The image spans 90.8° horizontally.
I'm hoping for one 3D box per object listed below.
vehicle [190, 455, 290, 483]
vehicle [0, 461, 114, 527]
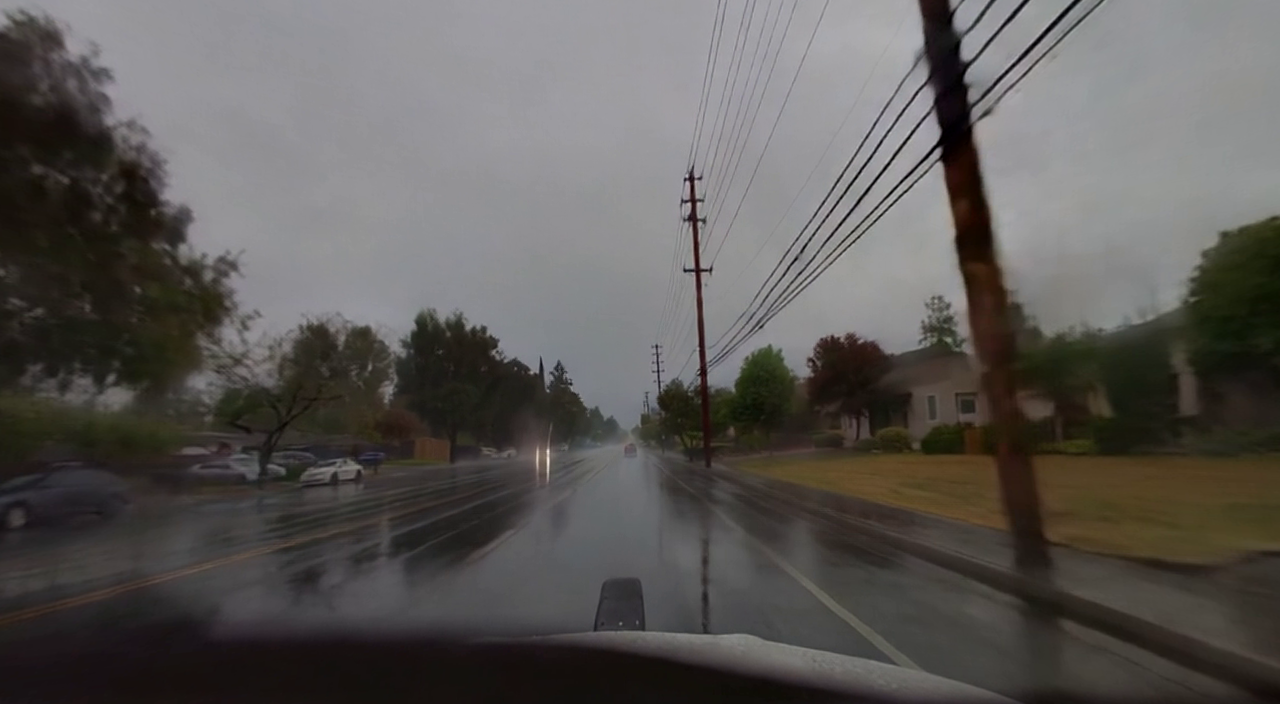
[{"bbox_3d":[-22.515,6.575,35.642,4.243,1.455,2.005,0,-9,1],"label":"vehicle"},{"bbox_3d":[-15.945,3.604,15.699,2.018,1.449,4.384,-7,-9,0],"label":"vehicle"}]
